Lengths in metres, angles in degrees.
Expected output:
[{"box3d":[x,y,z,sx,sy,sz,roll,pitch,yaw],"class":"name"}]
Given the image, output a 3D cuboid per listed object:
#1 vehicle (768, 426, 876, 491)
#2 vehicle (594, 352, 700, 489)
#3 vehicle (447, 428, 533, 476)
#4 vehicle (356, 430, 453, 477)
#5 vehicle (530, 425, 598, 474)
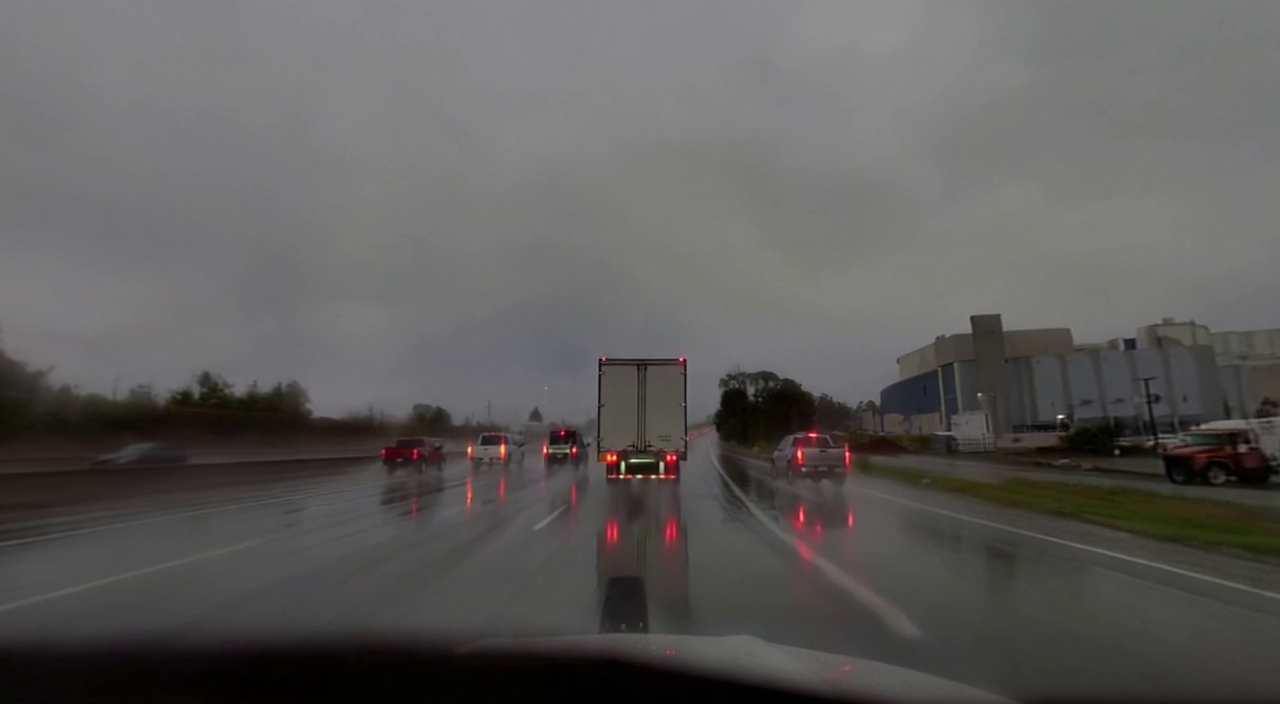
[{"box3d":[5.607,3.367,20.158,2.137,1.796,4.817,0,-9,2],"class":"vehicle"},{"box3d":[0.092,2.617,22.495,2.941,3.794,9.851,0,-9,-1],"class":"vehicle"},{"box3d":[-6.803,4.654,29.417,2.479,1.978,5.952,0,-9,1],"class":"vehicle"},{"box3d":[-10.443,4.579,28.591,2.089,1.885,5.888,0,-9,0],"class":"vehicle"},{"box3d":[-3.424,4.580,29.739,2.379,2.075,6.169,0,-9,1],"class":"vehicle"}]
